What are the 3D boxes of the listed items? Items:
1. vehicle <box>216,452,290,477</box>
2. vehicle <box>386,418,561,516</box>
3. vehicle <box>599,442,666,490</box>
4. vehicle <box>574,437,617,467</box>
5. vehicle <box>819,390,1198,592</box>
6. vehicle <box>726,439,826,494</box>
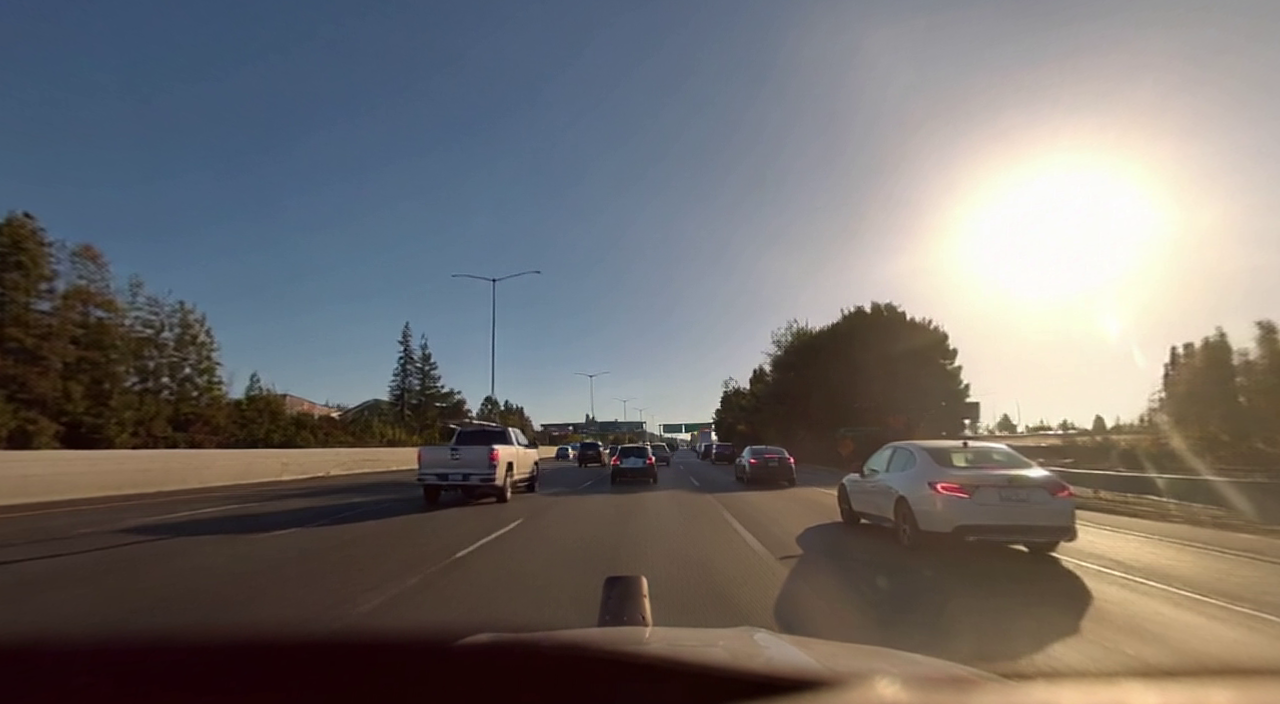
[{"bbox_3d":[-25.790,7.477,42.186,1.956,1.476,4.412,-1,-8,3],"label":"vehicle"},{"bbox_3d":[-3.623,2.674,15.298,2.395,1.892,5.995,0,-8,2],"label":"vehicle"},{"bbox_3d":[-0.153,3.803,21.489,2.070,1.456,4.029,0,-8,2],"label":"vehicle"},{"bbox_3d":[-2.830,6.586,41.651,2.110,1.811,5.585,-1,-8,4],"label":"vehicle"},{"bbox_3d":[3.918,1.560,7.938,1.999,1.777,4.578,0,-8,1],"label":"vehicle"},{"bbox_3d":[4.036,3.480,19.580,1.907,1.474,4.840,0,-8,-2],"label":"vehicle"}]
